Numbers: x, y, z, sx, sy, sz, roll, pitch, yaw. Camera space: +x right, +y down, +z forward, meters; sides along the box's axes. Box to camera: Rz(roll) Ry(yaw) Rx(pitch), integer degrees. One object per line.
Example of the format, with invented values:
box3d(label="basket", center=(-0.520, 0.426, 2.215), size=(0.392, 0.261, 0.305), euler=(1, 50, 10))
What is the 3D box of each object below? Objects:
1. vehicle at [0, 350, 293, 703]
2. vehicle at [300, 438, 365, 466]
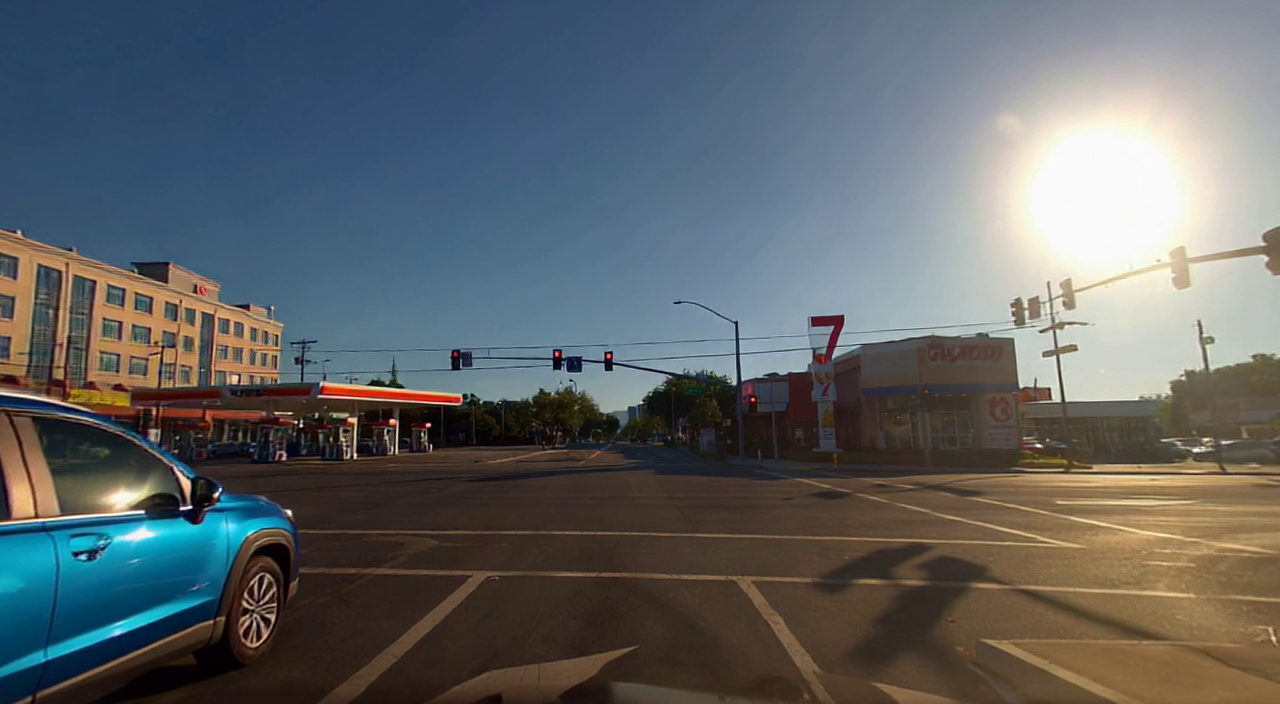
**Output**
box3d(label="vehicle", center=(-3.425, 0.800, 2.041), size=(2.053, 1.690, 4.364), euler=(0, -9, 0))
box3d(label="vehicle", center=(-20.473, 6.678, 42.147), size=(2.004, 1.699, 4.486), euler=(0, -9, 1))
